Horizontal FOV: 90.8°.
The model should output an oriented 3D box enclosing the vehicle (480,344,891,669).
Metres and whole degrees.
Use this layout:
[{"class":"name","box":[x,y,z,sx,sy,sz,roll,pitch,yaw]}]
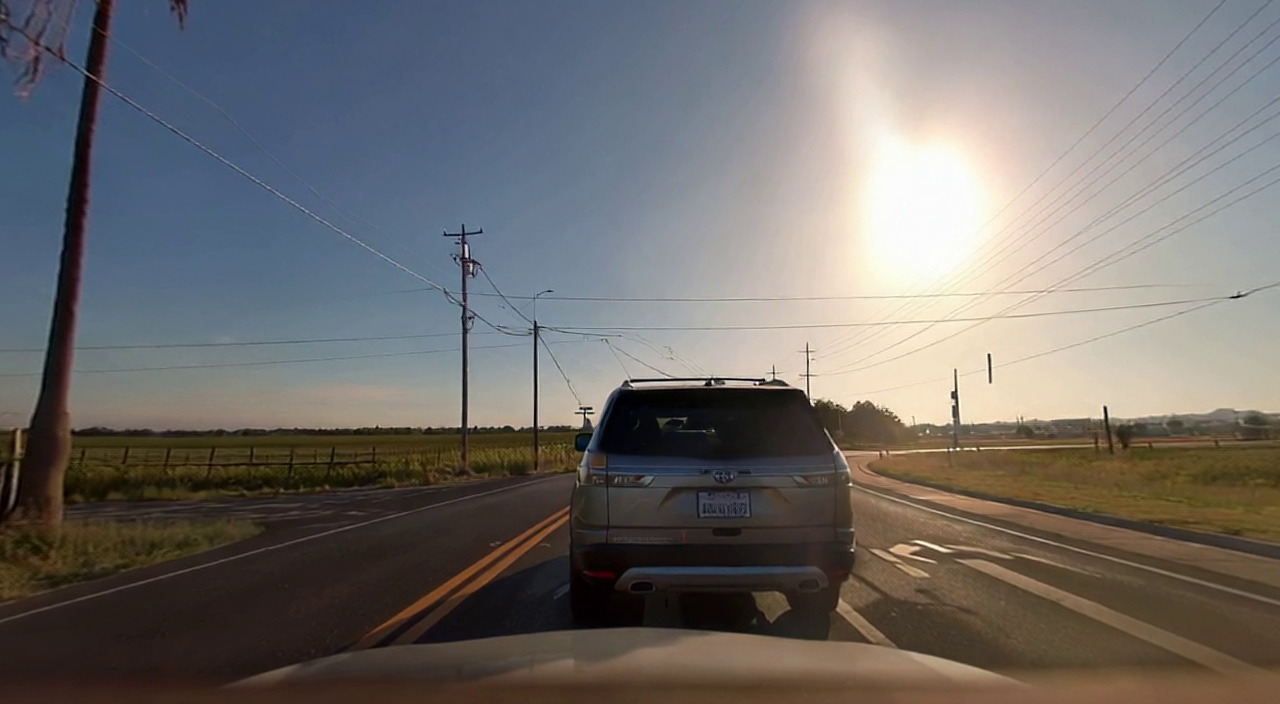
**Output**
[{"class":"vehicle","box":[0.178,1.210,5.996,2.364,1.859,4.538,0,-8,-2]}]
